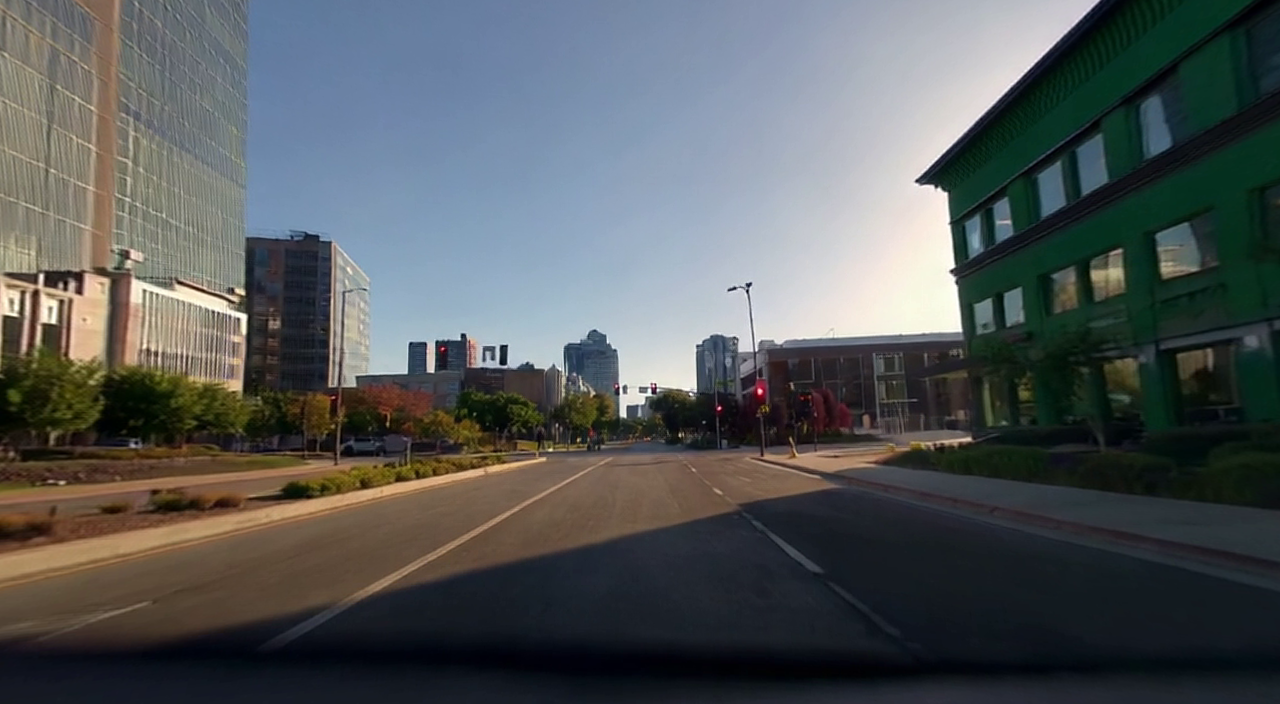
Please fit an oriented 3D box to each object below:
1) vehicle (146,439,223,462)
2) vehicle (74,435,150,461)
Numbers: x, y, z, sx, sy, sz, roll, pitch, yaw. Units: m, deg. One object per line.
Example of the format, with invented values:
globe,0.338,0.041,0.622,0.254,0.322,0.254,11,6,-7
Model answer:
vehicle,-32.021,6.937,44.454,1.852,1.485,4.683,0,-8,1
vehicle,-37.293,6.744,44.588,1.873,1.657,4.087,-3,-7,-1
